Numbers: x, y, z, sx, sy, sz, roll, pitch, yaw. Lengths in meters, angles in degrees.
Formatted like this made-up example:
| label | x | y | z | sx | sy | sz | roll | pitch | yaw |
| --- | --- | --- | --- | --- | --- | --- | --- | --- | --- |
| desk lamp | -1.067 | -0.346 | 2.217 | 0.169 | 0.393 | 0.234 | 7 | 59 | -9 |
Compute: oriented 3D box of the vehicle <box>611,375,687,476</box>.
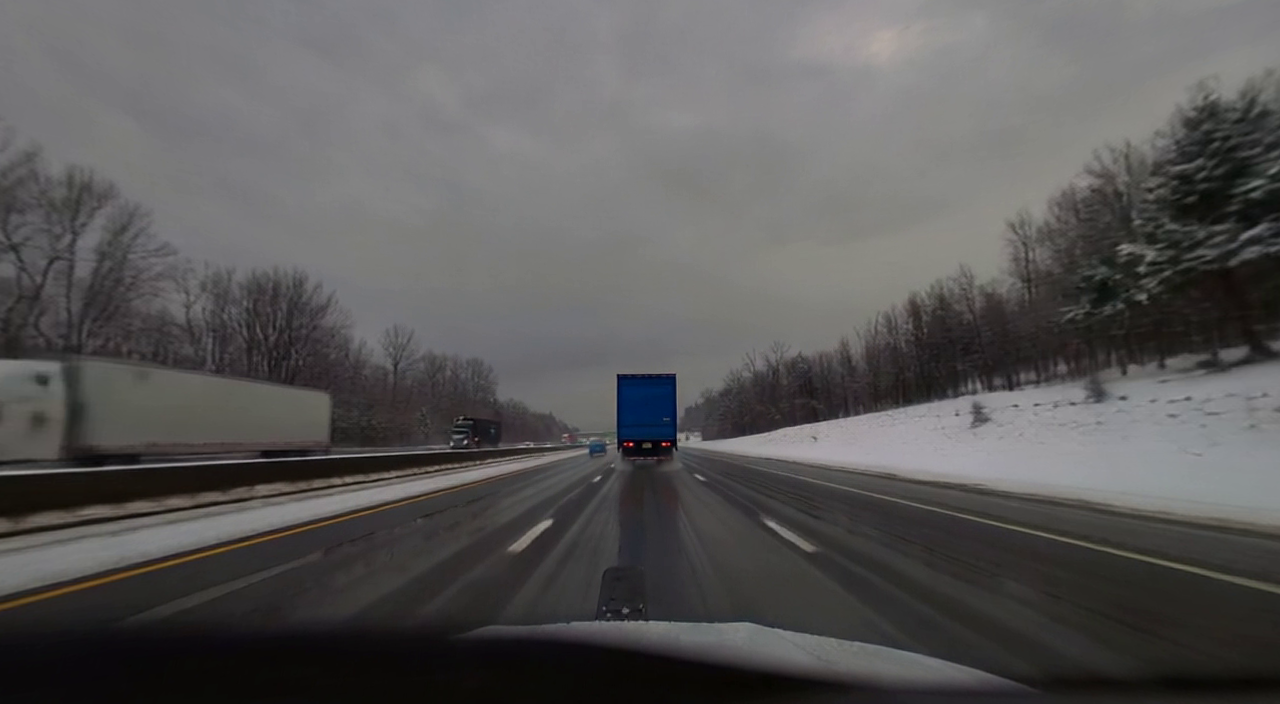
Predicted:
| label | x | y | z | sx | sy | sz | roll | pitch | yaw |
| --- | --- | --- | --- | --- | --- | --- | --- | --- | --- |
| vehicle | 0.378 | 3.694 | 30.377 | 3.010 | 4.039 | 10.481 | 0 | -8 | 0 |

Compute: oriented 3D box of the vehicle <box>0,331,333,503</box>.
| label | x | y | z | sx | sy | sz | roll | pitch | yaw |
| --- | --- | --- | --- | --- | --- | --- | --- | --- | --- |
| vehicle | -16.655 | 2.662 | 22.617 | 2.959 | 4.021 | 16.514 | 0 | -8 | 0 |
